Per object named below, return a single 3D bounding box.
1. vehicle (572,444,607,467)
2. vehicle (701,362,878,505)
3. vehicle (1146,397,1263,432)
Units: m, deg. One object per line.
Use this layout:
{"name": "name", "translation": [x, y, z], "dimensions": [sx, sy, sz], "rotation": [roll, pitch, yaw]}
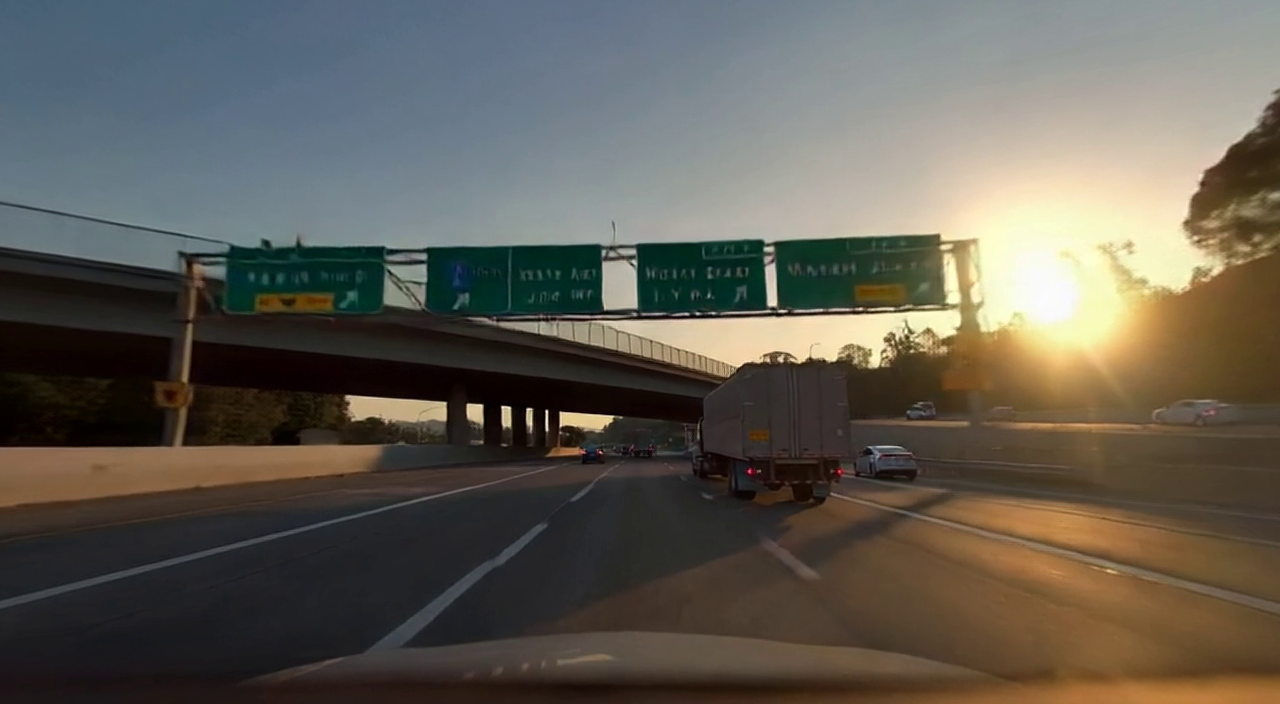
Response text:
{"name": "vehicle", "translation": [-3.549, 7.415, 45.309], "dimensions": [2.143, 1.529, 4.918], "rotation": [0, -9, 0]}
{"name": "vehicle", "translation": [4.071, 2.722, 20.334], "dimensions": [3.049, 3.395, 10.595], "rotation": [0, -9, -1]}
{"name": "vehicle", "translation": [28.623, 3.230, 32.051], "dimensions": [1.928, 1.603, 4.315], "rotation": [1, -7, -2]}
